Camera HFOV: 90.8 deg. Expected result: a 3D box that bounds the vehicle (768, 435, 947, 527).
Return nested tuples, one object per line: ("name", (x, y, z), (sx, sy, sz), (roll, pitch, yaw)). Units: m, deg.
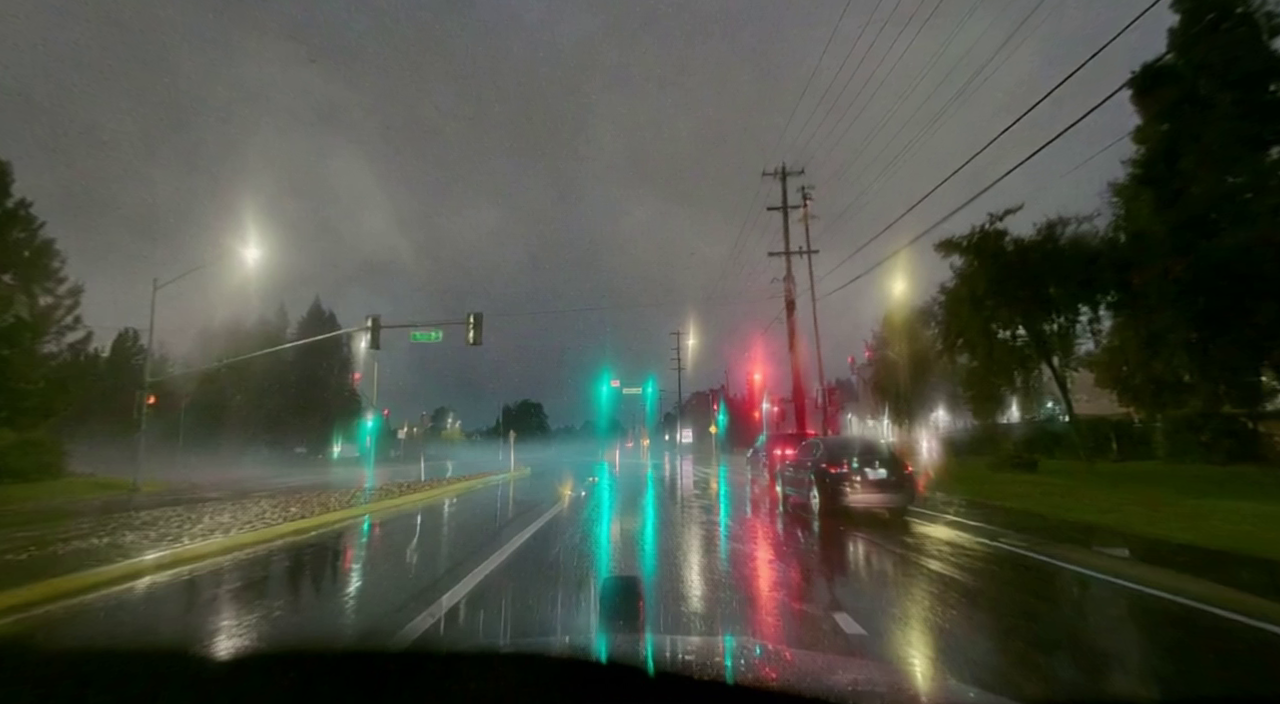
("vehicle", (3.953, 2.413, 12.449), (1.833, 1.444, 4.589), (0, -9, -1))
